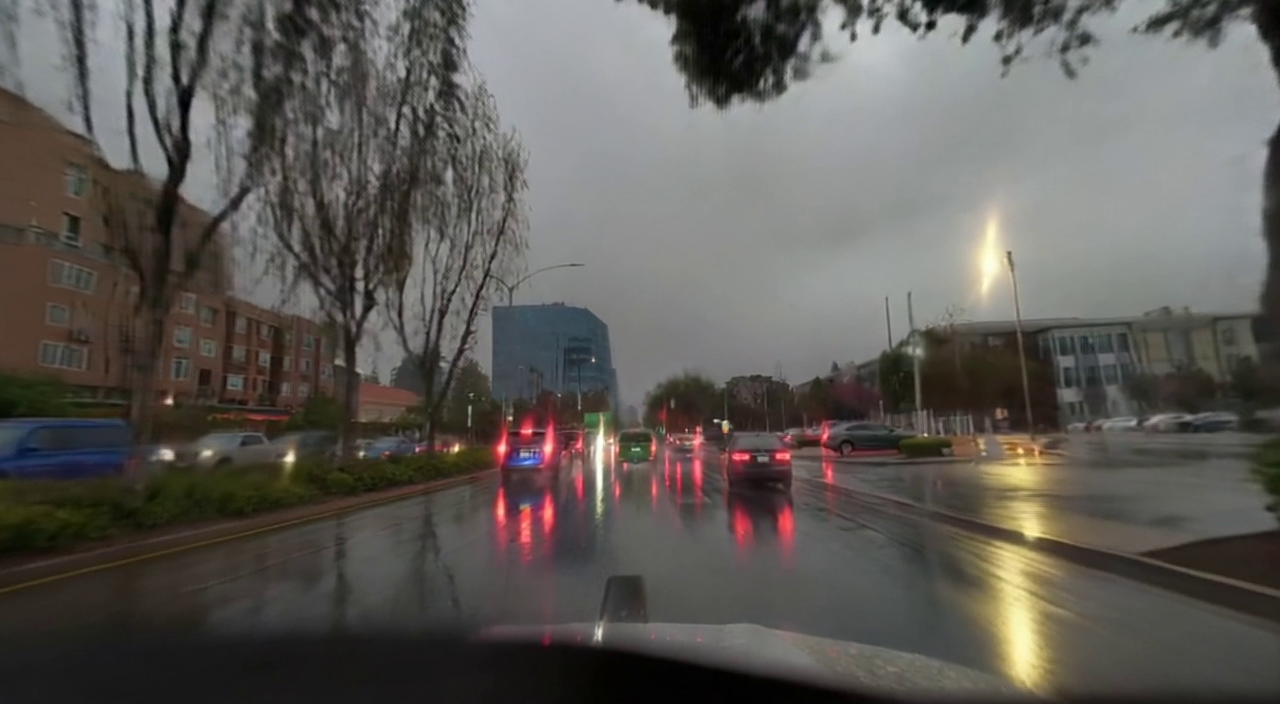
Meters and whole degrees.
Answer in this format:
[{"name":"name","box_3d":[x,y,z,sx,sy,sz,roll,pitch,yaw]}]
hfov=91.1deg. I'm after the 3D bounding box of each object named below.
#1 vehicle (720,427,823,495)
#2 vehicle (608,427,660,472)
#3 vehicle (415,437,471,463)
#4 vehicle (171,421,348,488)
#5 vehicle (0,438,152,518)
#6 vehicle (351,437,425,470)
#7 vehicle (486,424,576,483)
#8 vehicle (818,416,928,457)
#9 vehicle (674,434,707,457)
[{"name":"vehicle","box_3d":[3.284,2.797,16.421,1.847,1.554,3.885,0,-8,0]},{"name":"vehicle","box_3d":[-0.189,4.062,26.252,2.022,1.700,4.084,0,-8,1]},{"name":"vehicle","box_3d":[-12.161,6.066,39.004,1.924,1.511,4.640,0,-8,0]},{"name":"vehicle","box_3d":[-12.246,3.348,20.862,2.245,1.908,5.613,0,-8,1]},{"name":"vehicle","box_3d":[-12.579,2.480,12.692,1.824,1.447,4.442,0,-8,0]},{"name":"vehicle","box_3d":[-12.361,5.020,31.144,1.843,1.509,4.301,0,-8,1]},{"name":"vehicle","box_3d":[-3.398,3.282,20.482,2.047,1.710,4.314,0,-8,2]},{"name":"vehicle","box_3d":[12.359,4.547,33.485,4.991,1.978,2.090,-8,-12,43]},{"name":"vehicle","box_3d":[3.328,6.282,42.142,1.948,1.475,4.093,0,-8,0]}]
